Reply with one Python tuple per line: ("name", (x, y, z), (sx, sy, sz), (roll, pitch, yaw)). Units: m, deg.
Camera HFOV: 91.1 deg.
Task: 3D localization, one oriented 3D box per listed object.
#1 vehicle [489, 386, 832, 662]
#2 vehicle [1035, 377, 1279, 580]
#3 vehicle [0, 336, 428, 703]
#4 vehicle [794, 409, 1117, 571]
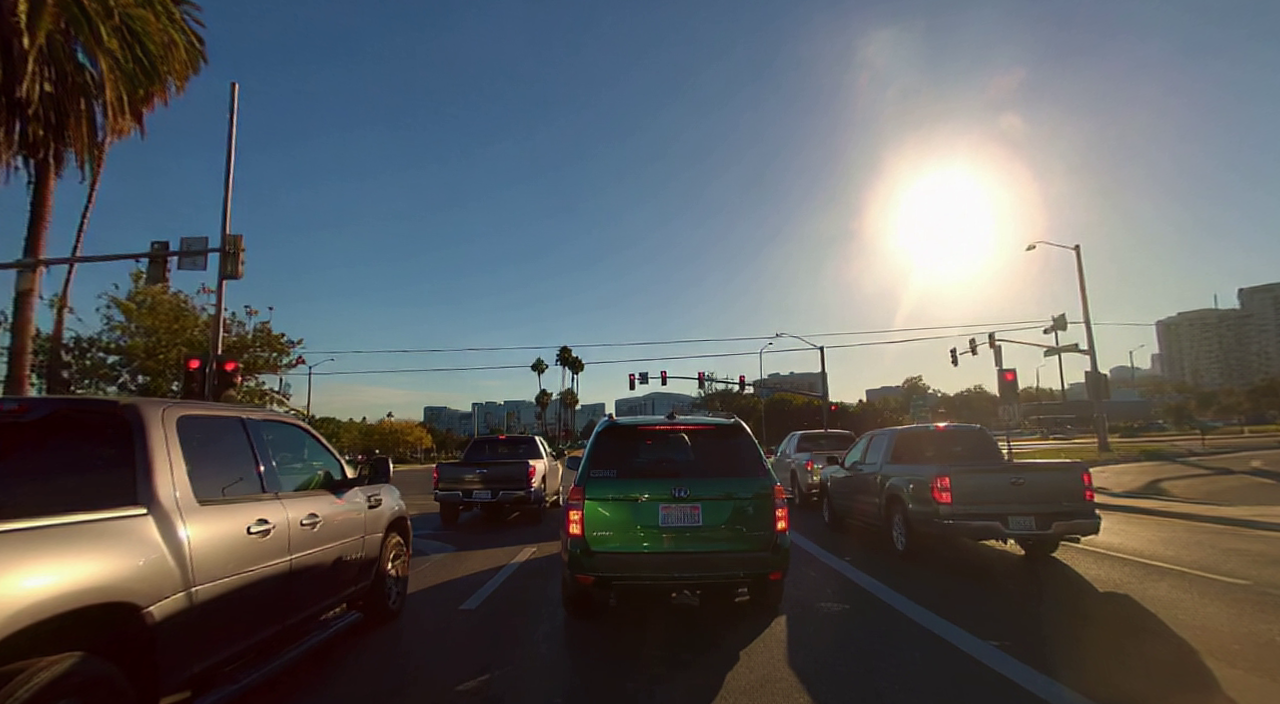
("vehicle", (0.157, 1.374, 6.045), (2.123, 1.704, 4.128), (0, -9, 1))
("vehicle", (7.317, 1.339, 6.849), (2.337, 1.925, 5.728), (0, -8, 1))
("vehicle", (-3.181, 1.084, 3.913), (2.171, 1.702, 4.416), (0, -8, 0))
("vehicle", (3.994, 1.851, 9.315), (2.072, 1.704, 5.170), (0, -8, -1))
